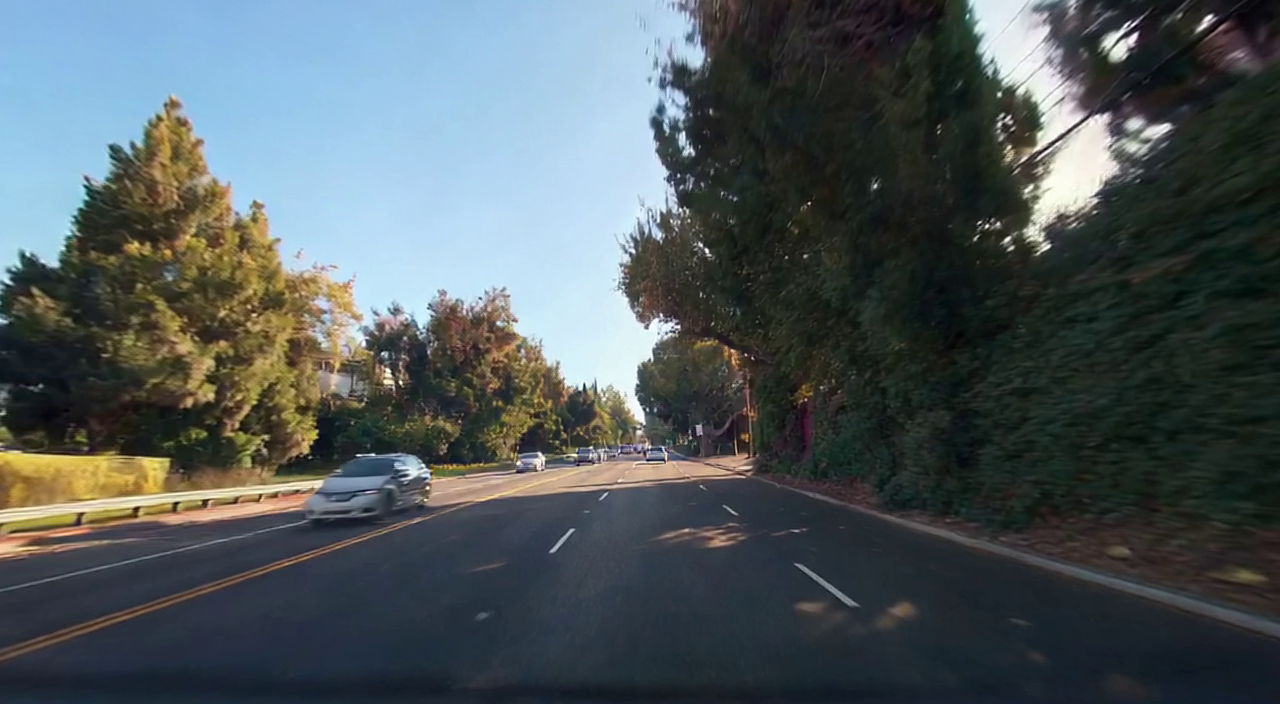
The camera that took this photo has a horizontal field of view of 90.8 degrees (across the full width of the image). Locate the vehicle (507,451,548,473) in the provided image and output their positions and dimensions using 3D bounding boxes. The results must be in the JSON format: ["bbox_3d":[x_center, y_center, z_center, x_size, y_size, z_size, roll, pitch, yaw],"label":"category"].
[{"bbox_3d":[-8.175,8.011,46.259,2.058,1.495,4.448,-1,-9,2],"label":"vehicle"}]

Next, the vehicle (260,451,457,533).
[{"bbox_3d":[-5.876,2.948,13.997,2.138,1.446,4.614,-1,-9,2],"label":"vehicle"}]

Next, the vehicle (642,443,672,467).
[{"bbox_3d":[1.294,7.824,48.202,2.163,1.746,4.073,-1,-8,1],"label":"vehicle"}]
